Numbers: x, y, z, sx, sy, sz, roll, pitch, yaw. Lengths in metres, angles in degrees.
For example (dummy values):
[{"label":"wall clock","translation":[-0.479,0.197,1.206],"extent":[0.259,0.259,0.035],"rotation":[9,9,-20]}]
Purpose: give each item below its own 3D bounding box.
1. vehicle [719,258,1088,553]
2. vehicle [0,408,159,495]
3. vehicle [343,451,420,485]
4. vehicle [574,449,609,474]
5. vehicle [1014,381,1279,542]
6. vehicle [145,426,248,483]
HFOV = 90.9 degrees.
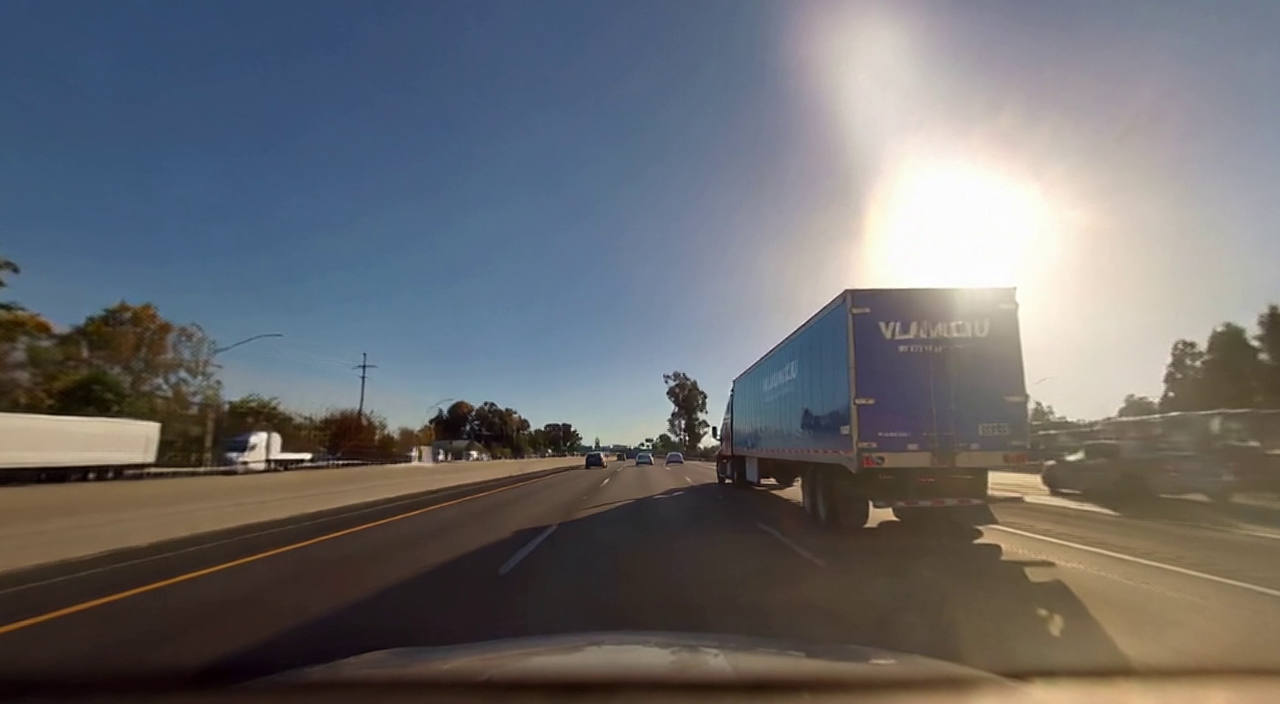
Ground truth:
[{"label":"vehicle","translation":[4.454,1.754,15.749],"extent":[2.847,4.075,14.244],"rotation":[0,-9,-1]},{"label":"vehicle","translation":[-30.817,4.841,30.948],"extent":[2.831,3.967,14.344],"rotation":[1,-8,1]},{"label":"vehicle","translation":[-11.878,5.314,29.215],"extent":[1.759,1.438,4.117],"rotation":[0,-9,1]},{"label":"vehicle","translation":[-3.361,7.717,44.562],"extent":[2.107,1.626,4.804],"rotation":[0,-9,0]},{"label":"vehicle","translation":[18.035,3.533,20.785],"extent":[2.858,4.111,14.077],"rotation":[0,-9,0]},{"label":"vehicle","translation":[-30.550,7.087,43.783],"extent":[2.960,3.677,5.863],"rotation":[1,-9,-4]}]
